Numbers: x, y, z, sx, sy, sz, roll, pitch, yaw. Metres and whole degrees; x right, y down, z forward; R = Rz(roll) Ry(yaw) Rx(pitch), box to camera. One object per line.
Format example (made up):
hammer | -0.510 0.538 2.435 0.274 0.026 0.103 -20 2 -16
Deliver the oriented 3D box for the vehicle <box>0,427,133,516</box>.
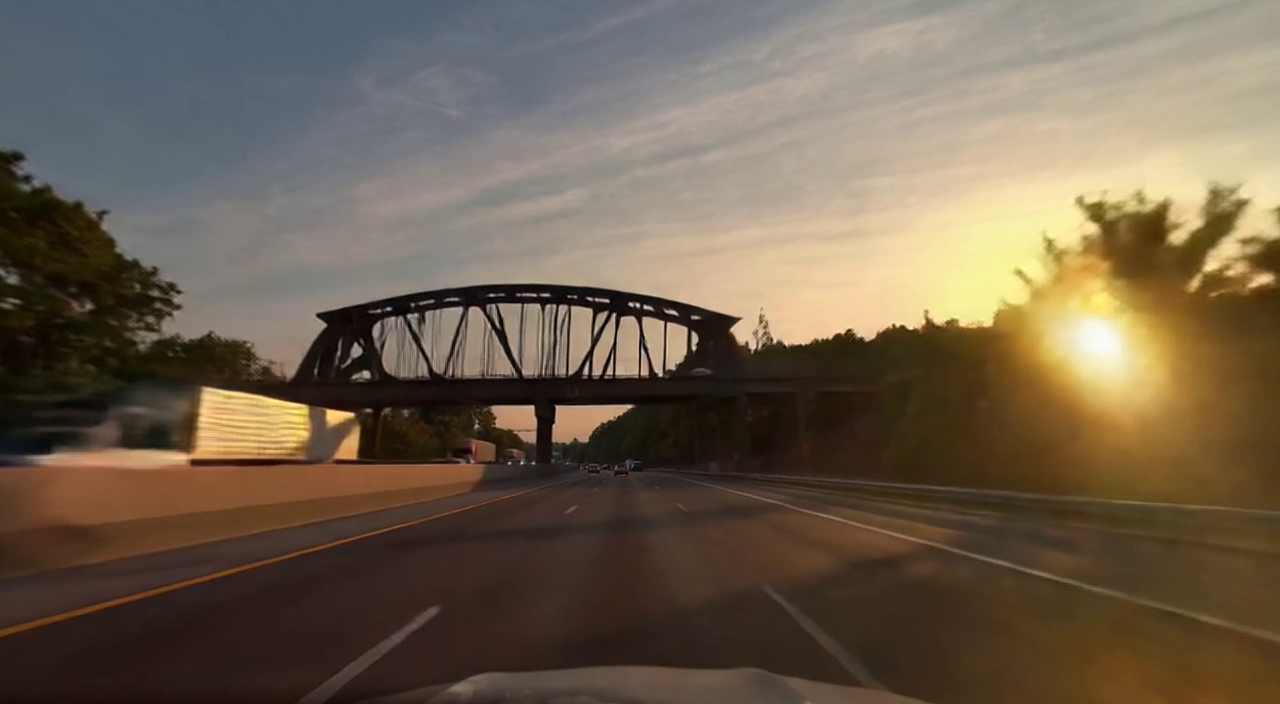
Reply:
vehicle | -12.061 2.185 11.566 1.875 1.516 4.293 1 -10 0

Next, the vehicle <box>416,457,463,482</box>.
vehicle | -12.967 7.628 40.938 1.834 1.464 3.783 1 -10 -1

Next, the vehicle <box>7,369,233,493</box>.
vehicle | -18.700 3.065 23.354 2.942 3.979 5.819 0 -10 2
